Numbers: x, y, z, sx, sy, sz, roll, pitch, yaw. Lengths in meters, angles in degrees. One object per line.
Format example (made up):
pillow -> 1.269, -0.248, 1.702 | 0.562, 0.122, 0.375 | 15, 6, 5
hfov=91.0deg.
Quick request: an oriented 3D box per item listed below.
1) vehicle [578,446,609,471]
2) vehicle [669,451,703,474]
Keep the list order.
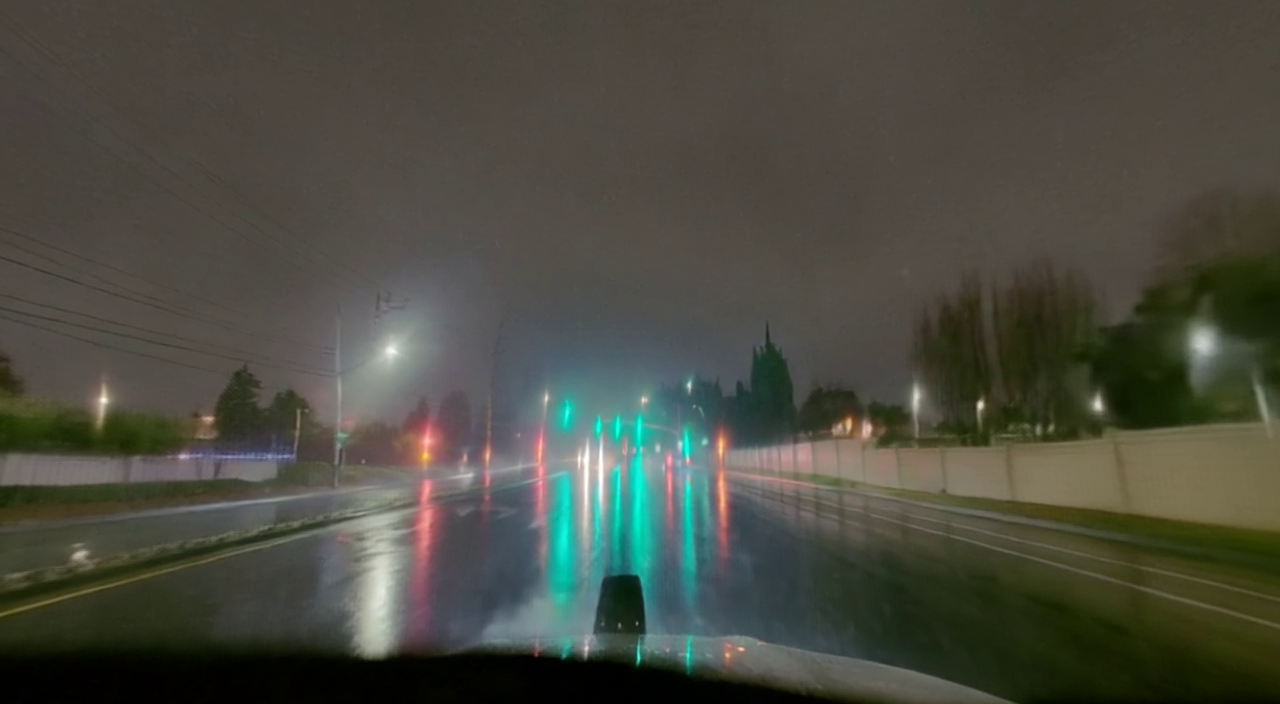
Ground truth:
vehicle -> -3.549, 8.227, 48.851 | 2.078, 1.832, 4.746 | 0, -9, -1
vehicle -> 3.200, 7.834, 44.783 | 2.105, 1.490, 4.008 | 0, -9, 0
